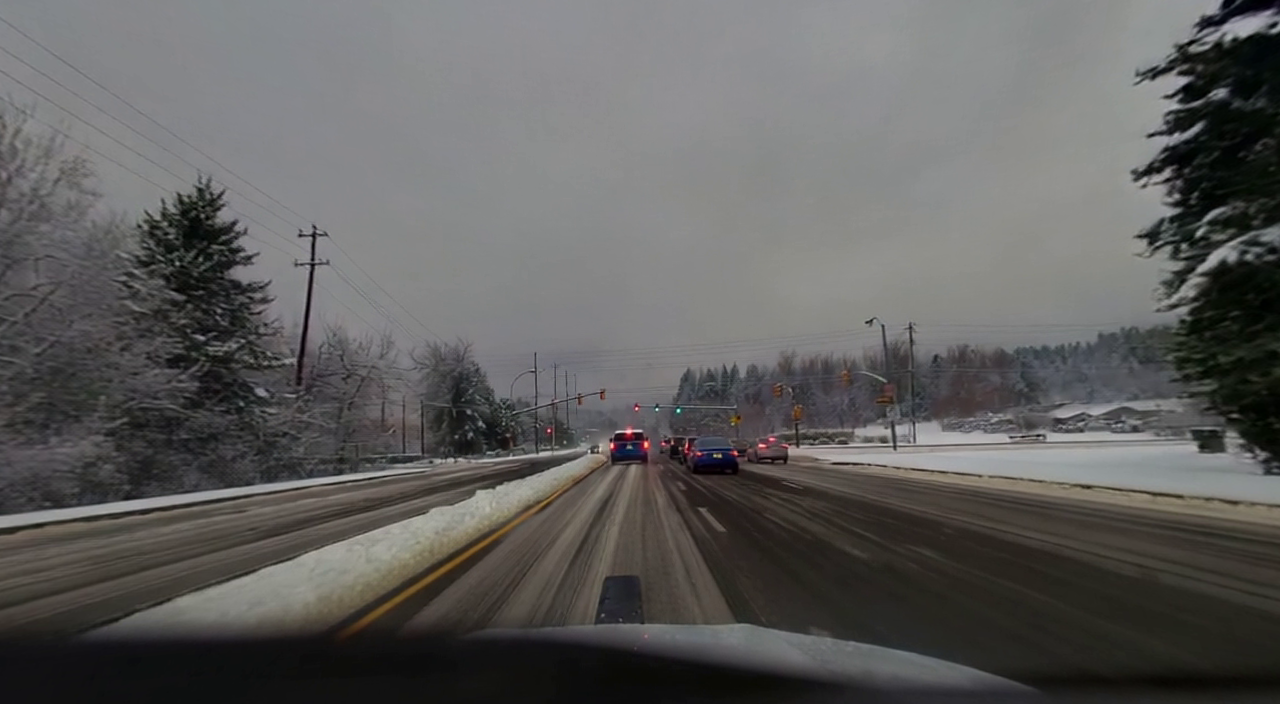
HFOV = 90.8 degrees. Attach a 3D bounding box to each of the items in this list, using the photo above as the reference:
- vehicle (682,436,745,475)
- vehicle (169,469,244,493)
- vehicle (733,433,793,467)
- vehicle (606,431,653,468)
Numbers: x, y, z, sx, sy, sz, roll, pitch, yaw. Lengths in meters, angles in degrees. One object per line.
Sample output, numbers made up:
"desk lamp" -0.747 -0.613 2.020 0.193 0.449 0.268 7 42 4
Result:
"vehicle" 2.975 4.303 26.444 1.984 1.462 4.513 0 -9 -2
"vehicle" -33.878 10.083 49.430 4.224 1.614 2.123 -1 -9 -3
"vehicle" 6.525 5.283 34.061 2.198 1.678 4.419 0 -9 -2
"vehicle" -0.560 5.139 33.325 2.300 1.821 4.254 0 -9 -1
